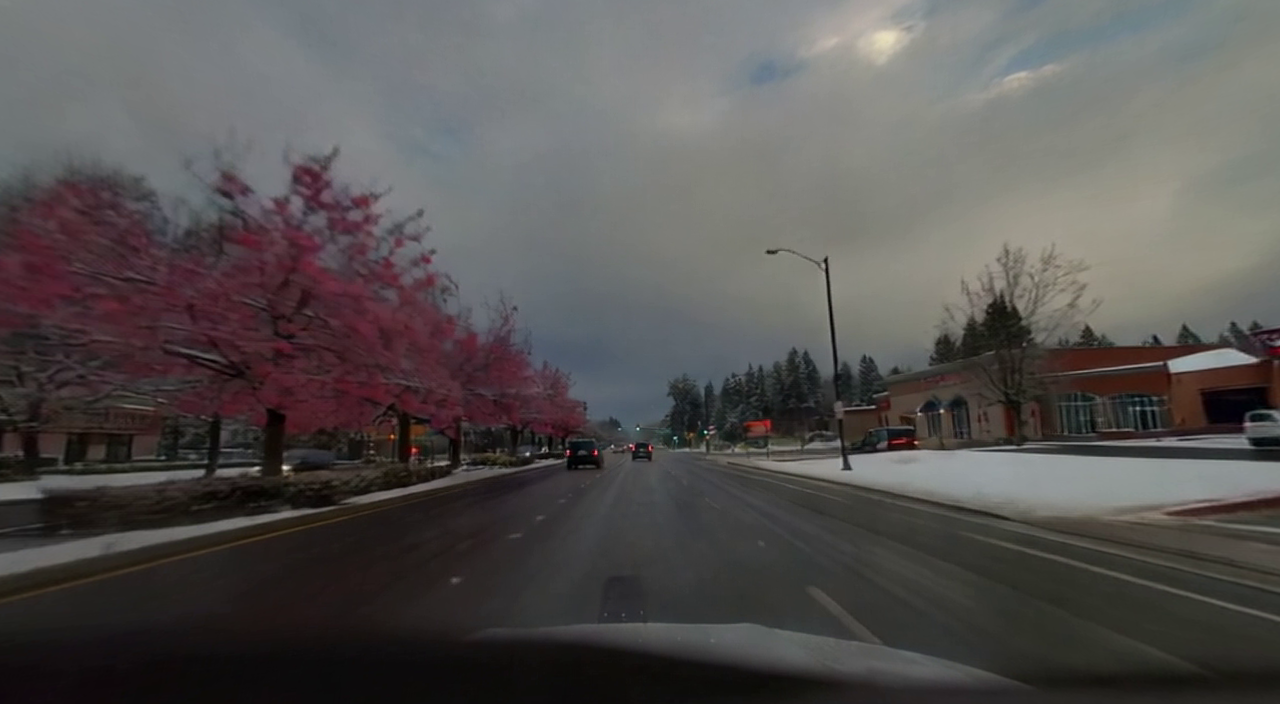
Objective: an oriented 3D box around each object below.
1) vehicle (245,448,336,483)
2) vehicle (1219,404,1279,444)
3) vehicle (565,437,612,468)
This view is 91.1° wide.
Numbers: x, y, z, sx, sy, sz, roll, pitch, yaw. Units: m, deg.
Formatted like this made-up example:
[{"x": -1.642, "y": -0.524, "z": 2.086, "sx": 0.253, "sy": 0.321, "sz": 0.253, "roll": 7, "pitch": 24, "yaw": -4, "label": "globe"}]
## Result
[{"x": -18.211, "y": 5.900, "z": 32.999, "sx": 2.111, "sy": 1.702, "sz": 4.543, "roll": 0, "pitch": -8, "yaw": 0, "label": "vehicle"}, {"x": 27.385, "y": 3.164, "z": 27.186, "sx": 4.677, "sy": 1.583, "sz": 1.955, "roll": 5, "pitch": -10, "yaw": -30, "label": "vehicle"}, {"x": -3.205, "y": 6.370, "z": 39.917, "sx": 2.453, "sy": 1.844, "sz": 4.751, "roll": 0, "pitch": -8, "yaw": 2, "label": "vehicle"}]
